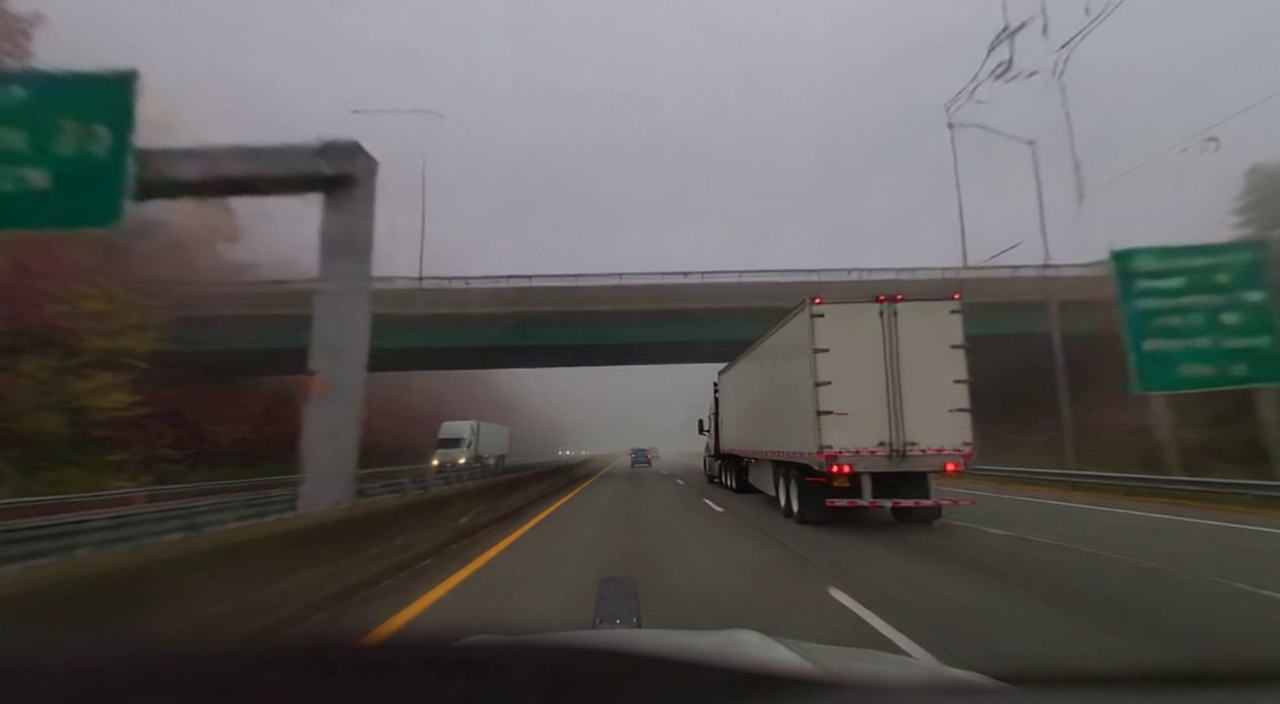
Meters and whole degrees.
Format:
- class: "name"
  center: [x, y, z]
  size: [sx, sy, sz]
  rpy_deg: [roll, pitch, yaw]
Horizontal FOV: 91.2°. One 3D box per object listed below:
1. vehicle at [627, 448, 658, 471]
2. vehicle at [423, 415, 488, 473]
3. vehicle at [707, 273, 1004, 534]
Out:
- class: "vehicle"
  center: [0.164, 7.130, 41.819]
  size: [1.961, 1.454, 3.755]
  rpy_deg: [0, -9, 0]
- class: "vehicle"
  center: [-14.102, 7.096, 48.475]
  size: [3.170, 4.126, 5.938]
  rpy_deg: [0, -8, 0]
- class: "vehicle"
  center: [4.228, 1.905, 17.382]
  size: [2.956, 4.281, 14.327]
  rpy_deg: [0, -9, -1]
